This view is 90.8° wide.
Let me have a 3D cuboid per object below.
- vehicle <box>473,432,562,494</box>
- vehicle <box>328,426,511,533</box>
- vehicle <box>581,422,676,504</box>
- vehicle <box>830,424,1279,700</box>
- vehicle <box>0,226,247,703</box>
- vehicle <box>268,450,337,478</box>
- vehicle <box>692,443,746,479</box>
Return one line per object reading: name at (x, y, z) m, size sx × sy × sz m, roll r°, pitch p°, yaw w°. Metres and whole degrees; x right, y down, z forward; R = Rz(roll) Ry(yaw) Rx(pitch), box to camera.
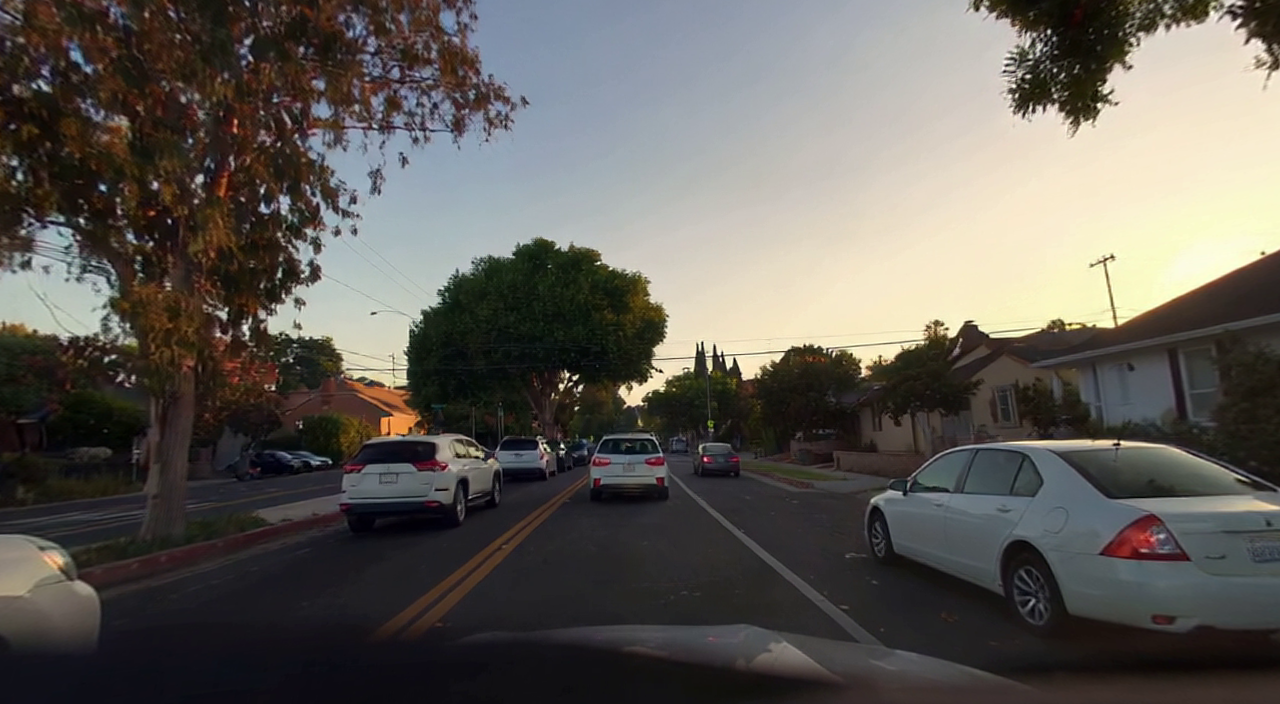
vehicle at (-3.657, 3.371, 19.627) m, size 1.932 × 1.695 × 4.150 m, roll 0°, pitch -8°, yaw 0°
vehicle at (-3.719, 2.210, 11.599) m, size 1.864 × 1.576 × 4.324 m, roll 0°, pitch -8°, yaw -1°
vehicle at (-0.288, 2.857, 16.648) m, size 2.164 × 1.867 × 4.254 m, roll 0°, pitch -8°, yaw -1°
vehicle at (3.477, 1.477, 5.800) m, size 1.977 × 1.480 × 4.589 m, roll 0°, pitch -8°, yaw -1°
vehicle at (-3.330, 0.280, 0.171) m, size 2.354 × 1.948 × 6.355 m, roll 0°, pitch -8°, yaw 0°
vehicle at (-22.354, 7.404, 42.048) m, size 2.060 × 1.643 × 4.623 m, roll 0°, pitch -8°, yaw 0°
vehicle at (3.498, 4.888, 28.637) m, size 1.880 × 1.476 × 3.932 m, roll 0°, pitch -8°, yaw -1°
